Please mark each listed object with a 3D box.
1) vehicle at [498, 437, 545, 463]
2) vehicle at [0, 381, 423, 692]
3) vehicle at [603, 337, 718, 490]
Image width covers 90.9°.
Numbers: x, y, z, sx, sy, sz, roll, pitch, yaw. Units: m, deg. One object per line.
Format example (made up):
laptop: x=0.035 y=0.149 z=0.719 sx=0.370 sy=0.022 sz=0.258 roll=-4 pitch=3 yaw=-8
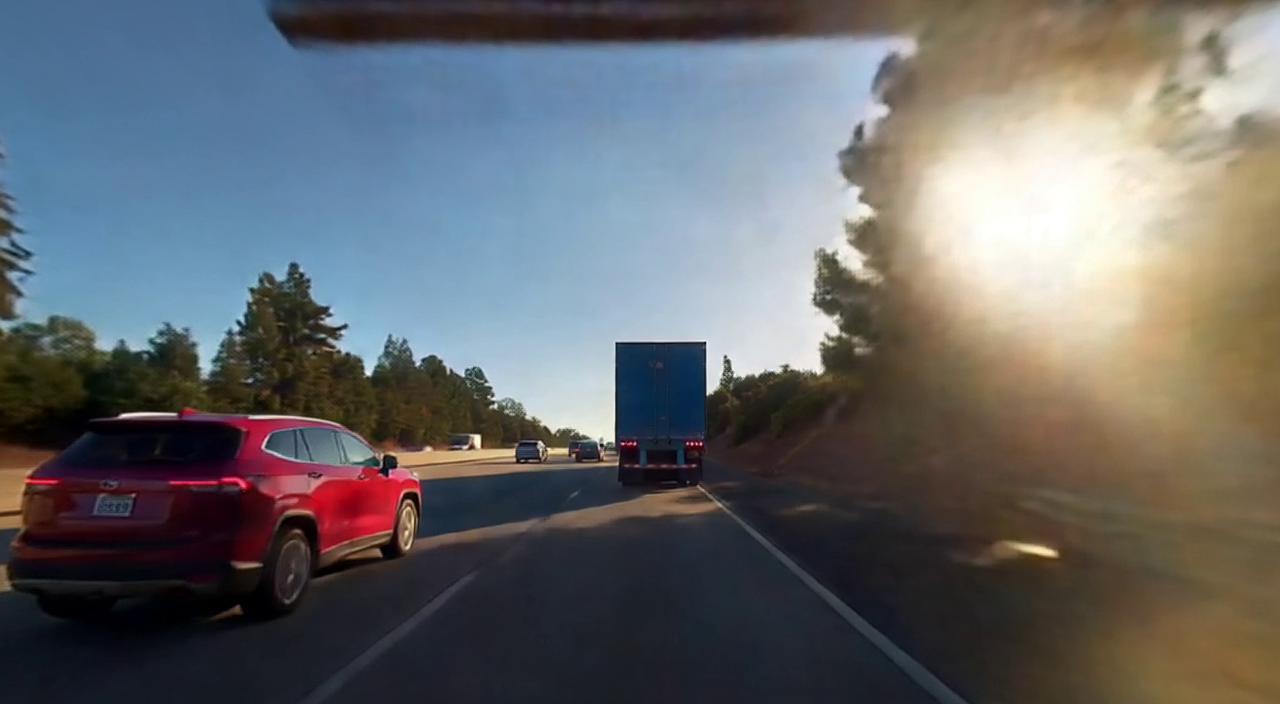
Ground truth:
vehicle: x=-6.991 y=5.846 z=37.619 sx=1.882 sy=1.451 sz=4.416 roll=0 pitch=-8 yaw=1
vehicle: x=-3.760 y=1.309 z=5.610 sx=2.077 sy=1.671 sz=4.249 roll=0 pitch=-8 yaw=1
vehicle: x=0.492 y=2.305 z=21.206 sx=2.870 sy=3.841 sz=10.653 roll=0 pitch=-8 yaw=0
